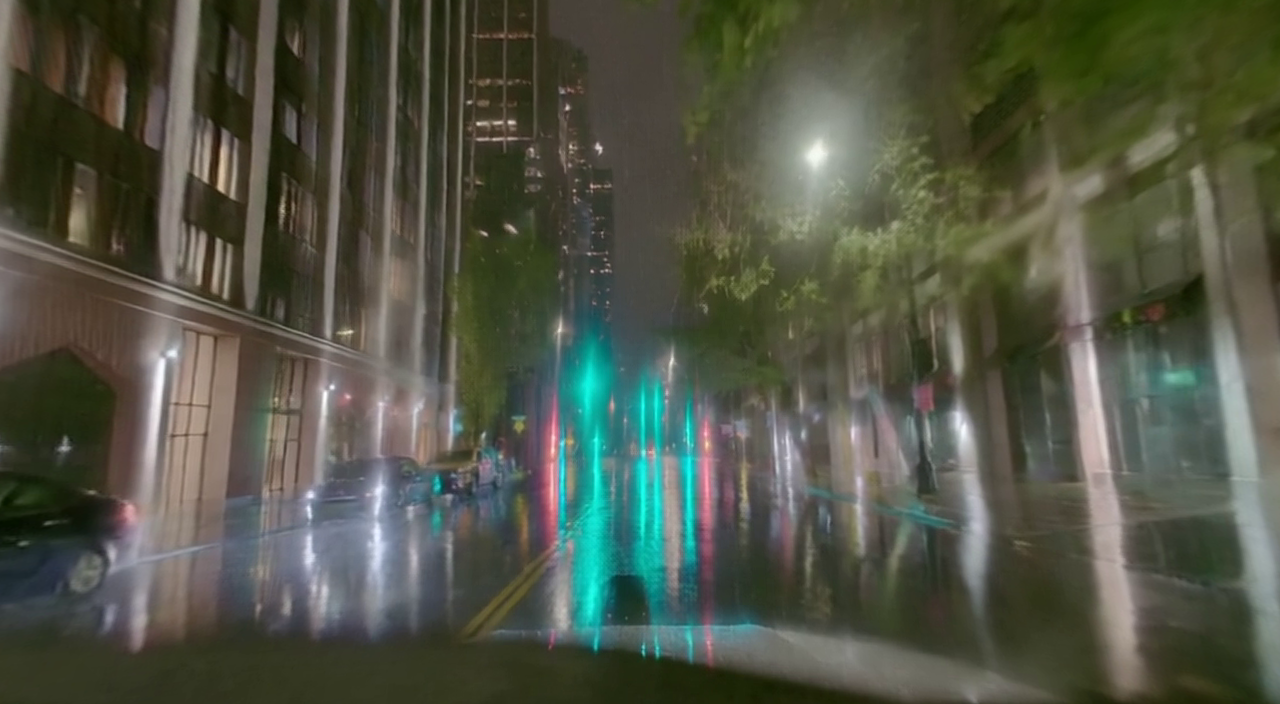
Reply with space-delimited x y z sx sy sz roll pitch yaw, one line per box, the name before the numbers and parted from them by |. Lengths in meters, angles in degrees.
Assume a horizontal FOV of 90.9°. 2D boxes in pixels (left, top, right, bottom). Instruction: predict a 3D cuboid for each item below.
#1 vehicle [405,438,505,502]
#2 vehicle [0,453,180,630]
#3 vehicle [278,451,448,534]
vehicle | -6.546 4.177 22.896 2.273 1.871 4.920 -4 -8 -2
vehicle | -6.681 1.743 5.474 2.110 1.498 4.555 -4 -8 -2
vehicle | -6.682 3.391 15.939 2.270 1.539 4.855 -4 -8 -2
